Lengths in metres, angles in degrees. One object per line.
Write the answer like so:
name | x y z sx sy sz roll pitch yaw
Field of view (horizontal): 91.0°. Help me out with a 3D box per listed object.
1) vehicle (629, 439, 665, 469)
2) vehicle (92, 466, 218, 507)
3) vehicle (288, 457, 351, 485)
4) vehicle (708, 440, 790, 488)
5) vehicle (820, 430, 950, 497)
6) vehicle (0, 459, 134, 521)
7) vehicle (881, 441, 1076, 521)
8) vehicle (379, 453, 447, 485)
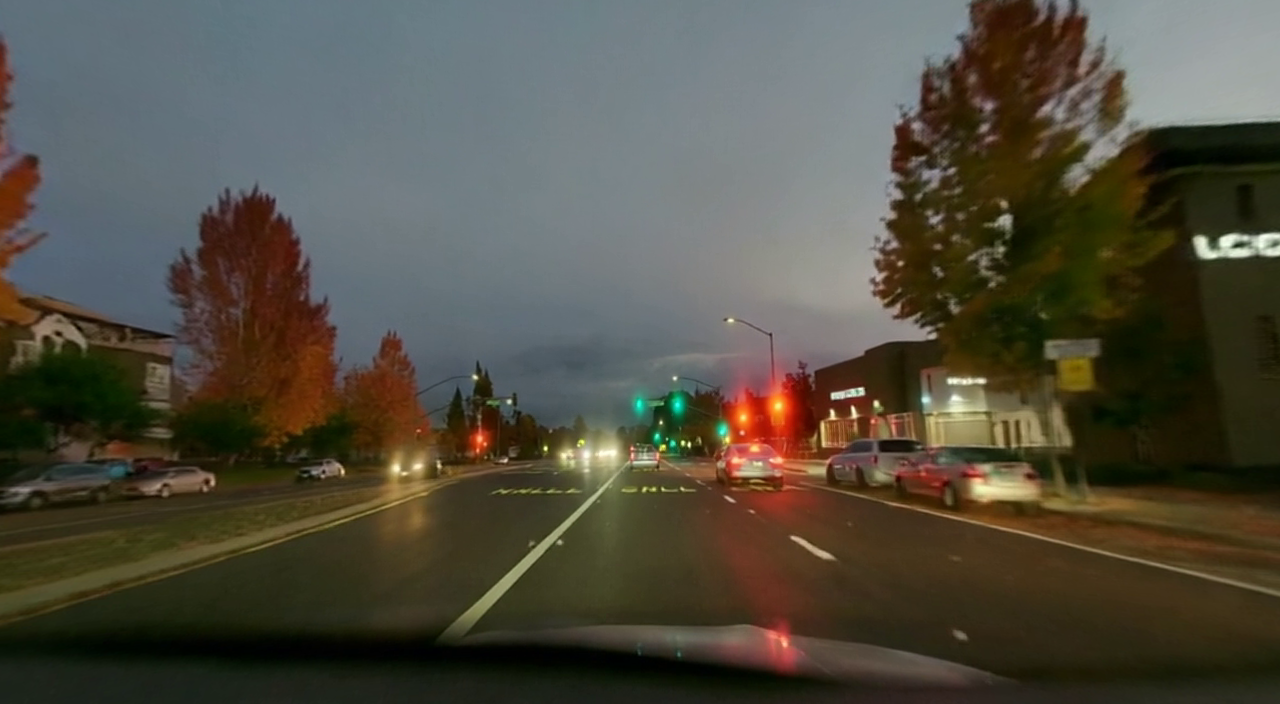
vehicle | 0.413 6.788 42.045 2.239 1.856 4.815 -1 -9 0
vehicle | -22.038 6.115 28.924 1.930 1.542 4.817 -1 -9 0
vehicle | -22.038 8.191 43.522 1.915 1.686 4.422 -1 -9 2
vehicle | 3.854 4.034 23.007 2.178 1.546 4.311 0 -9 0
vehicle | 7.449 3.439 19.839 2.128 1.804 4.825 0 -9 0
vehicle | -21.988 4.981 23.218 2.142 1.900 5.489 0 -9 -1
vehicle | 7.256 2.777 14.157 1.928 1.480 4.464 -1 -9 1
vehicle | -12.047 6.228 33.721 1.988 1.508 4.650 0 -9 -1
